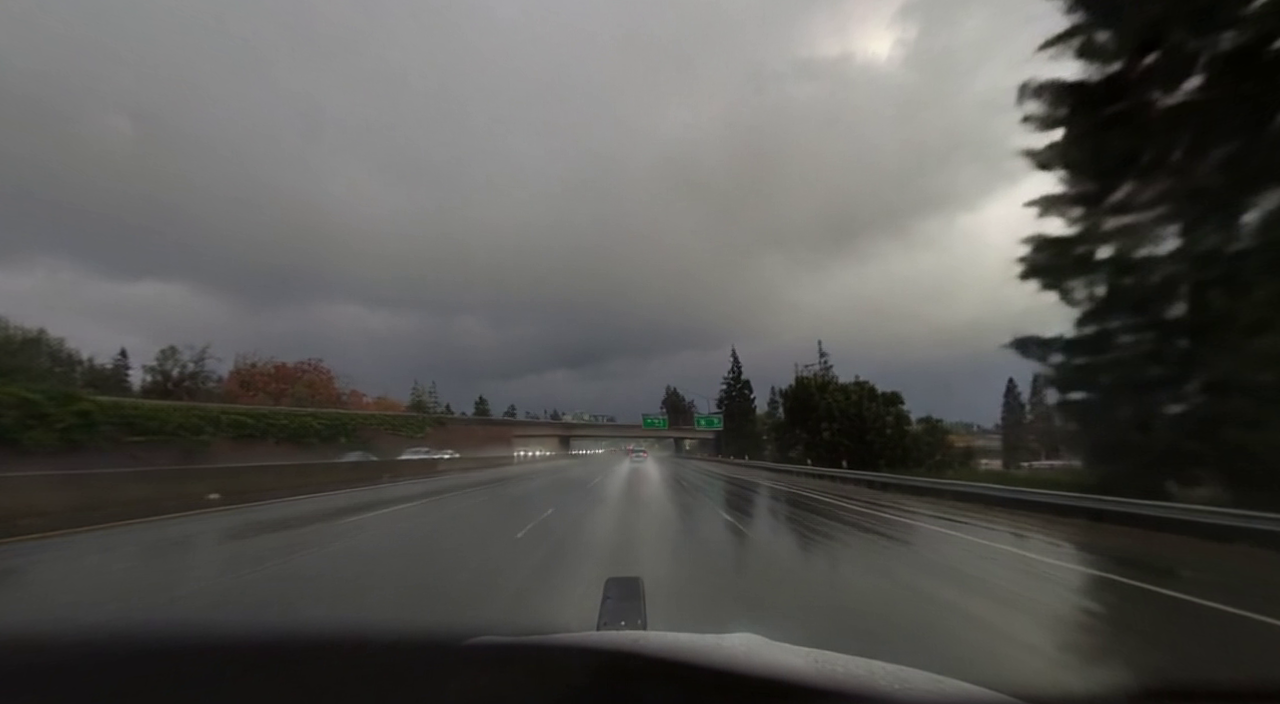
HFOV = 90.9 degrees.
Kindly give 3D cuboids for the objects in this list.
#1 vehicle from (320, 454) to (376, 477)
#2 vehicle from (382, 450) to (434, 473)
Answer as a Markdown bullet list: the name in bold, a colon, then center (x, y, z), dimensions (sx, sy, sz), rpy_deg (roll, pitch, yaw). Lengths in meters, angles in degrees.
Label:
- **vehicle**: center (-19.918, 7.740, 43.216), dimensions (1.933, 1.457, 3.889), rpy_deg (0, -9, 1)
- **vehicle**: center (-16.046, 7.574, 43.840), dimensions (1.829, 1.471, 4.594), rpy_deg (0, -9, 1)
